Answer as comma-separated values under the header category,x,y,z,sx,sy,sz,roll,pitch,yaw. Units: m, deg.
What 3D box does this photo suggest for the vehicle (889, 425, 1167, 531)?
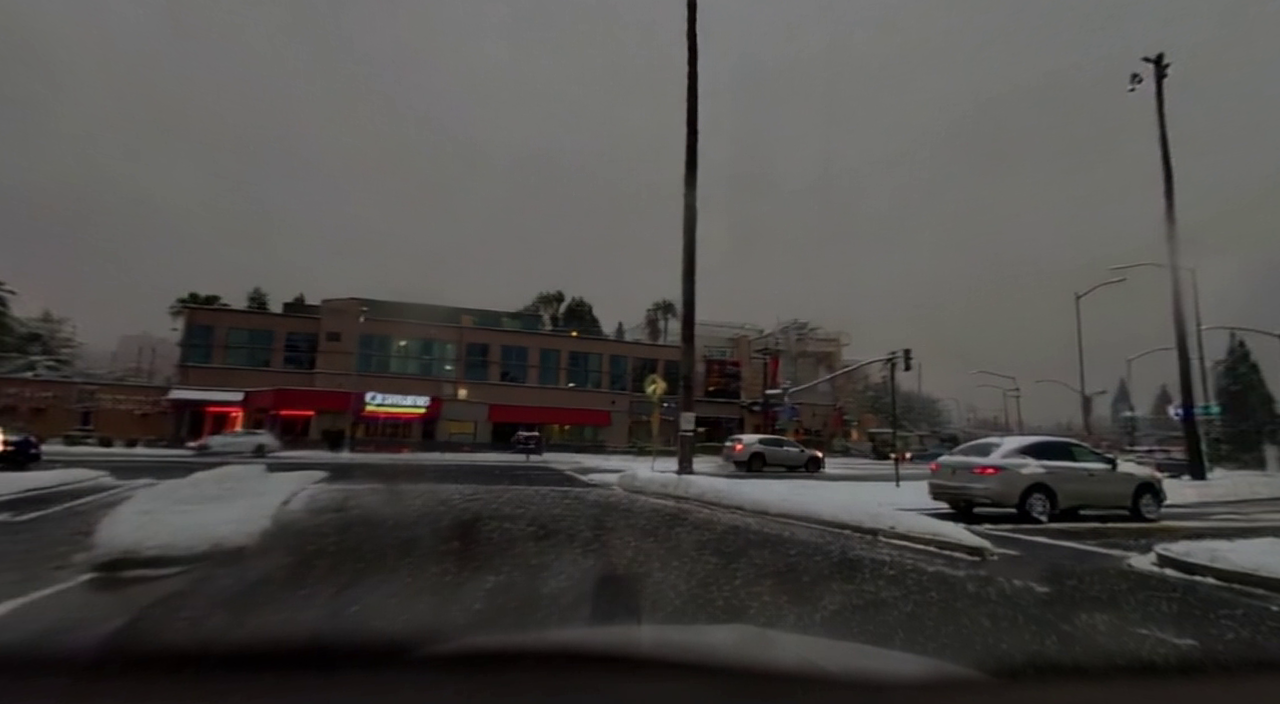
category,x,y,z,sx,sy,sz,roll,pitch,yaw
vehicle,7.021,2.251,11.927,1.870,1.611,3.978,5,-9,-28

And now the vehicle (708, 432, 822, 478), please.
category,x,y,z,sx,sy,sz,roll,pitch,yaw
vehicle,5.185,4.269,26.290,4.211,1.756,2.158,5,-9,-28

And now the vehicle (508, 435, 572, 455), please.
category,x,y,z,sx,sy,sz,roll,pitch,yaw
vehicle,-7.498,6.996,47.402,4.411,1.391,1.837,5,-9,-27
